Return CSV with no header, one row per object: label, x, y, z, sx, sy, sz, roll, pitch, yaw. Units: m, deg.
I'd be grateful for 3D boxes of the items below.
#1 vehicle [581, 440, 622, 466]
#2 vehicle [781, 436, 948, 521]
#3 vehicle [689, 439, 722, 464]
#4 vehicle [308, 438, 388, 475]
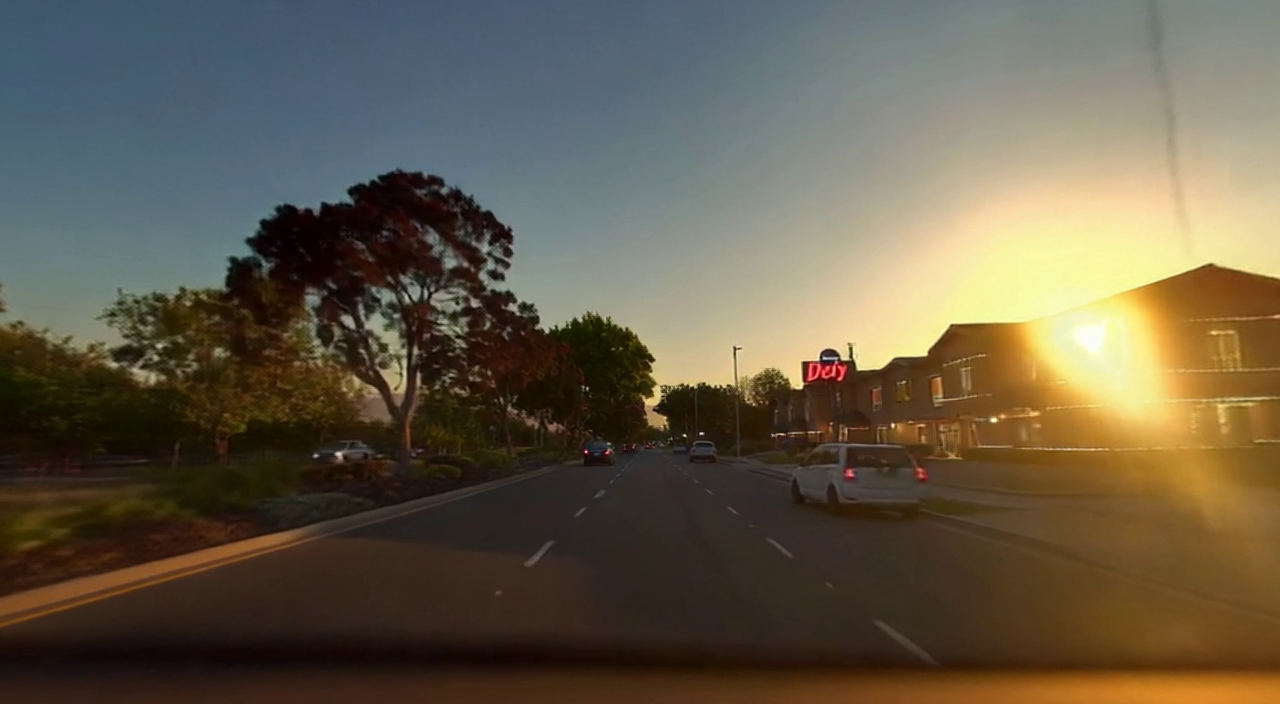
vehicle,-2.381,6.372,40.006,2.176,1.543,4.335,0,-8,1
vehicle,4.570,2.622,13.678,2.025,1.500,4.465,0,-8,1
vehicle,4.861,7.438,47.340,2.067,1.755,4.616,0,-8,1
vehicle,-14.512,5.204,31.617,1.973,1.742,4.024,0,-8,1
